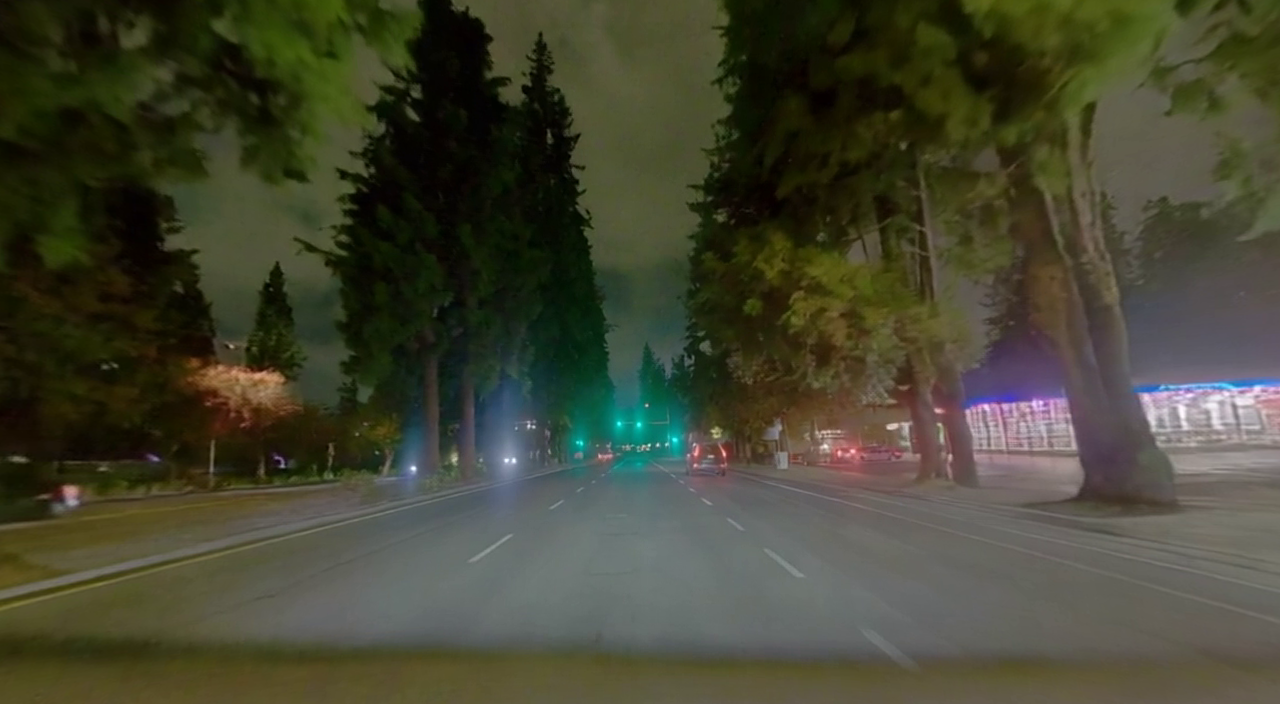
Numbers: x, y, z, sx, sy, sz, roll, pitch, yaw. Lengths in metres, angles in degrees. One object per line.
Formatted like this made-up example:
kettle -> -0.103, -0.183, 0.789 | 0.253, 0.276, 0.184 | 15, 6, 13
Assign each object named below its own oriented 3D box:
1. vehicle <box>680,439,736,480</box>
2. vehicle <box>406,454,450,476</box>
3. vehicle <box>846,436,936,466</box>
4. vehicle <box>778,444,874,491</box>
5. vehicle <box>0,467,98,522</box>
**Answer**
vehicle -> 3.130, 5.052, 29.878 | 2.083, 1.743, 4.354 | 0, -8, -1
vehicle -> -16.027, 8.551, 47.832 | 1.843, 1.500, 4.261 | 0, -8, 0
vehicle -> 15.536, 6.117, 39.074 | 4.659, 1.739, 2.147 | -7, -11, 41
vehicle -> 6.589, 4.116, 22.892 | 1.948, 1.526, 4.641 | 0, -8, -2
vehicle -> -19.618, 4.362, 19.384 | 1.875, 1.475, 4.433 | 0, -8, 0
